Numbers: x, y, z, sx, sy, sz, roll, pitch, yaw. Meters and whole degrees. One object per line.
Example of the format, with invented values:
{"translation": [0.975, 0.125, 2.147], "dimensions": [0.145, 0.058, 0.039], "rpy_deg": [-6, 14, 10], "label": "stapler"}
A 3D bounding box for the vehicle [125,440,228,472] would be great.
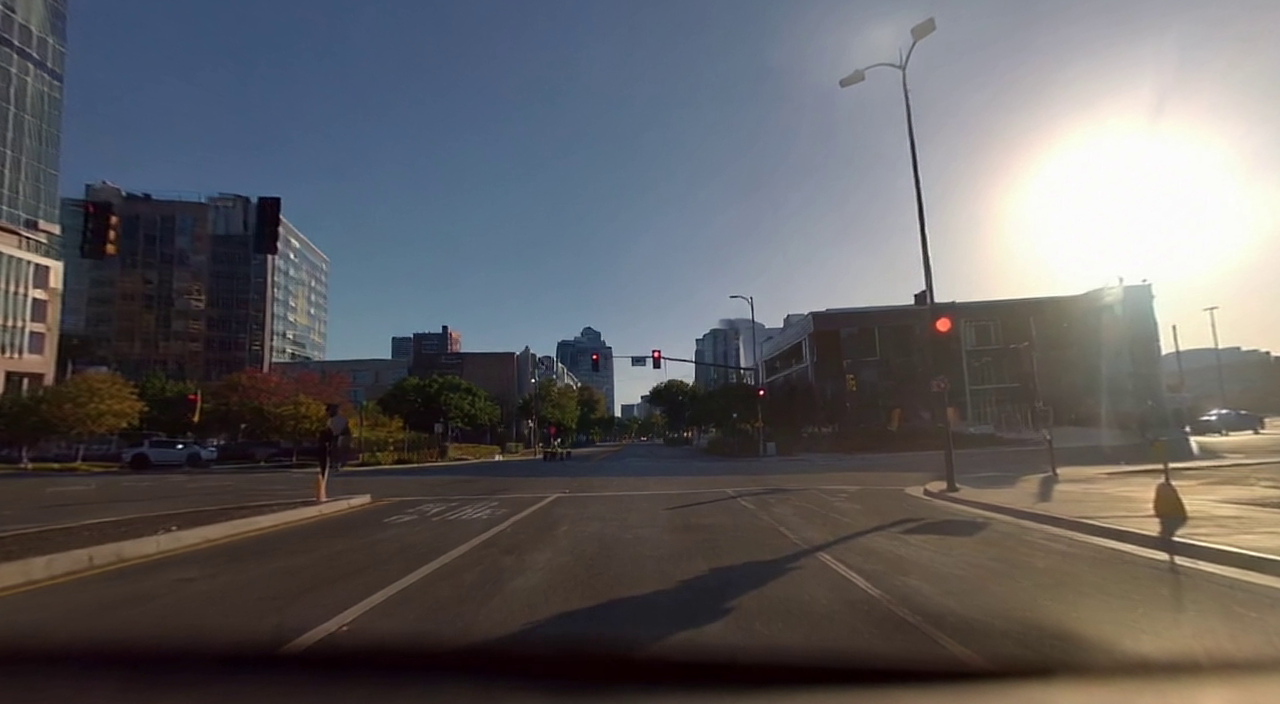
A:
{"translation": [-27.984, 6.255, 38.131], "dimensions": [4.603, 1.666, 1.972], "rpy_deg": [-2, -7, -5], "label": "vehicle"}

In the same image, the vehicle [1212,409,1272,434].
{"translation": [44.945, 5.222, 47.005], "dimensions": [4.339, 1.675, 1.812], "rpy_deg": [5, -10, -28], "label": "vehicle"}

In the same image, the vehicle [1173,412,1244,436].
{"translation": [39.810, 5.066, 44.082], "dimensions": [4.189, 1.561, 1.947], "rpy_deg": [4, -9, -23], "label": "vehicle"}
